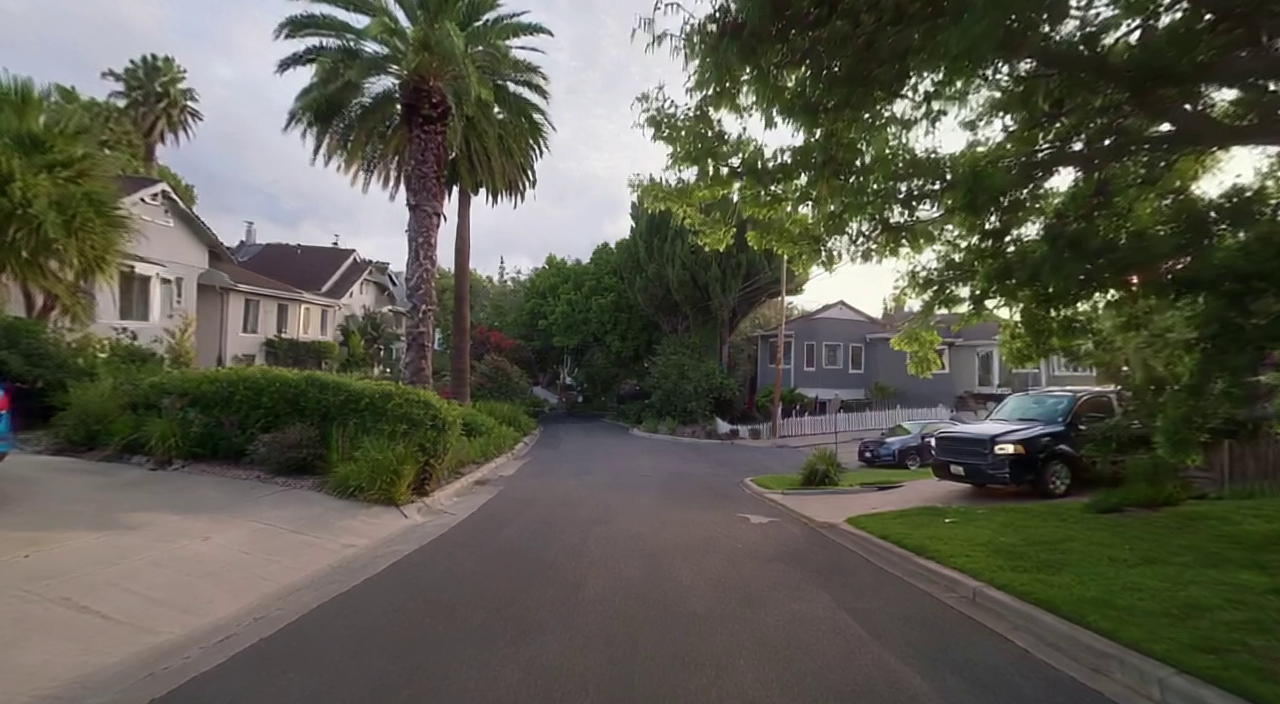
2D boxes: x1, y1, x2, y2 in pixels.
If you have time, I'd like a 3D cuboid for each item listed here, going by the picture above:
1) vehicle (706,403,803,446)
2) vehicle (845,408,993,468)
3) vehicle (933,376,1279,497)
[{"bbox_3d":[7.021,4.501,38.432,5.663,1.913,2.170,9,-14,-26],"label":"vehicle"},{"bbox_3d":[10.223,3.151,23.186,4.443,1.948,2.230,1,-9,-17],"label":"vehicle"},{"bbox_3d":[9.967,1.826,13.501,6.615,2.137,2.578,3,-9,-19],"label":"vehicle"}]
